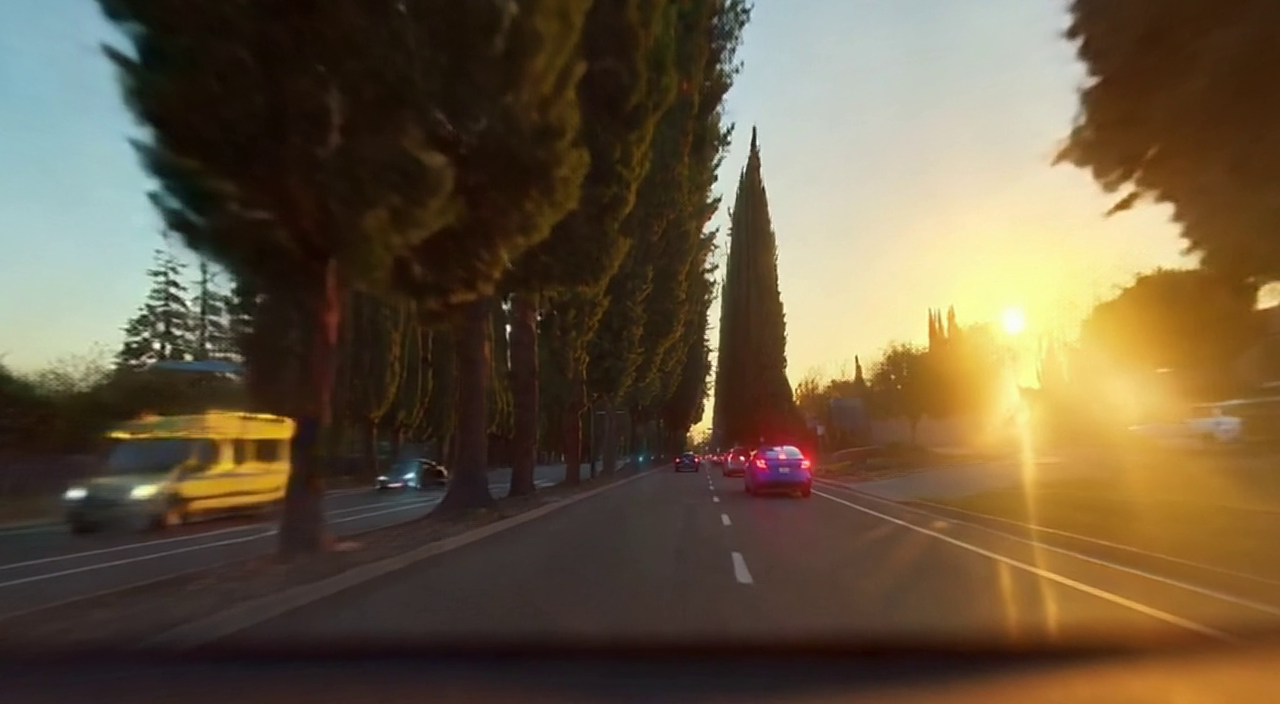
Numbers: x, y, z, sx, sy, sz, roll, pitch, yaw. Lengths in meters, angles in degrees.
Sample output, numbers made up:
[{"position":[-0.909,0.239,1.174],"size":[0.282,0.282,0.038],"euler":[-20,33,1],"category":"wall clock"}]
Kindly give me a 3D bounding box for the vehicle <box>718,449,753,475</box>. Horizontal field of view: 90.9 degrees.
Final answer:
[{"position":[6.540,7.524,43.380],"size":[2.110,1.666,3.912],"euler":[-1,-9,5],"category":"vehicle"}]

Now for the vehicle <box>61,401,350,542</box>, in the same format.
[{"position":[-10.367,2.922,16.069],"size":[2.661,2.737,6.092],"euler":[-4,-9,6],"category":"vehicle"}]

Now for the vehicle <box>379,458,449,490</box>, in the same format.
[{"position":[-12.191,6.583,34.312],"size":[1.874,1.521,4.244],"euler":[-1,-9,6],"category":"vehicle"}]

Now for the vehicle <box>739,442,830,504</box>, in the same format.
[{"position":[4.208,3.561,19.083],"size":[2.052,1.639,4.123],"euler":[-1,-9,4],"category":"vehicle"}]
